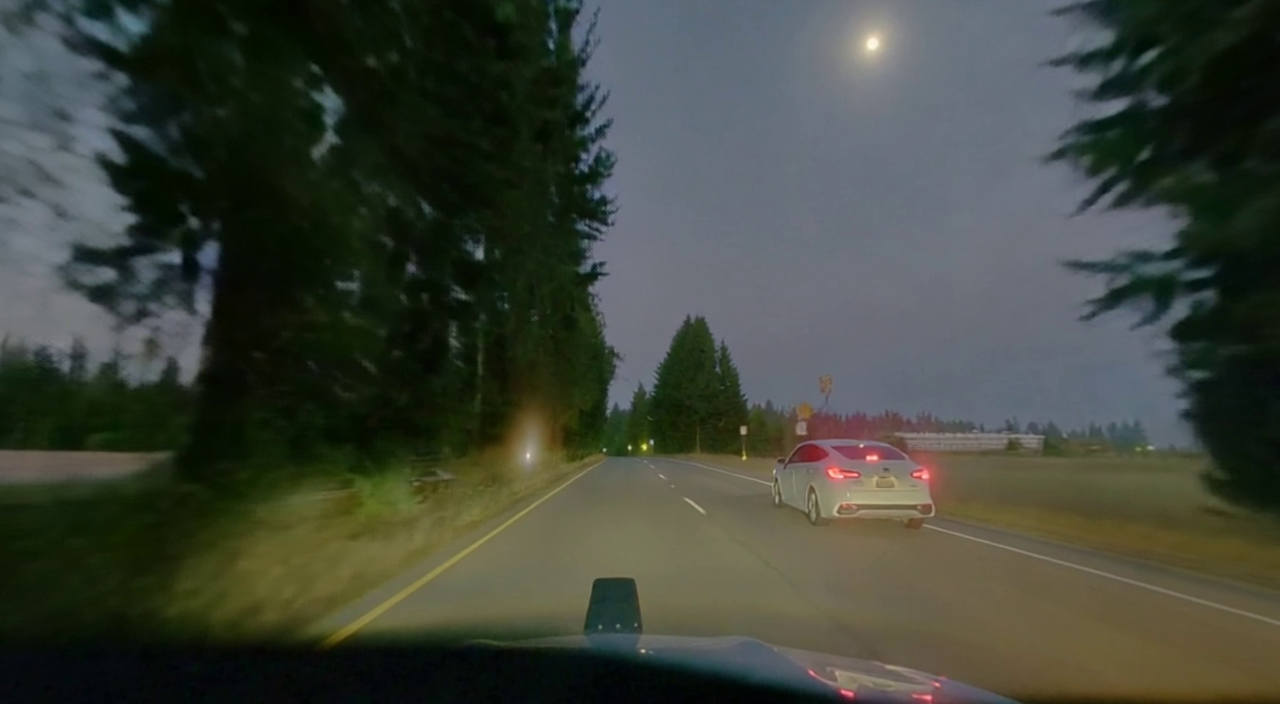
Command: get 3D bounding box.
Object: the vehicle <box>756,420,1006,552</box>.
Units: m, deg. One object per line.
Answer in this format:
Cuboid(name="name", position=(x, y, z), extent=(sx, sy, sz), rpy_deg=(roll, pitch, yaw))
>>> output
Cuboid(name="vehicle", position=(3.383, 1.982, 10.085), extent=(2.060, 1.584, 4.592), rpy_deg=(0, -9, -2))
